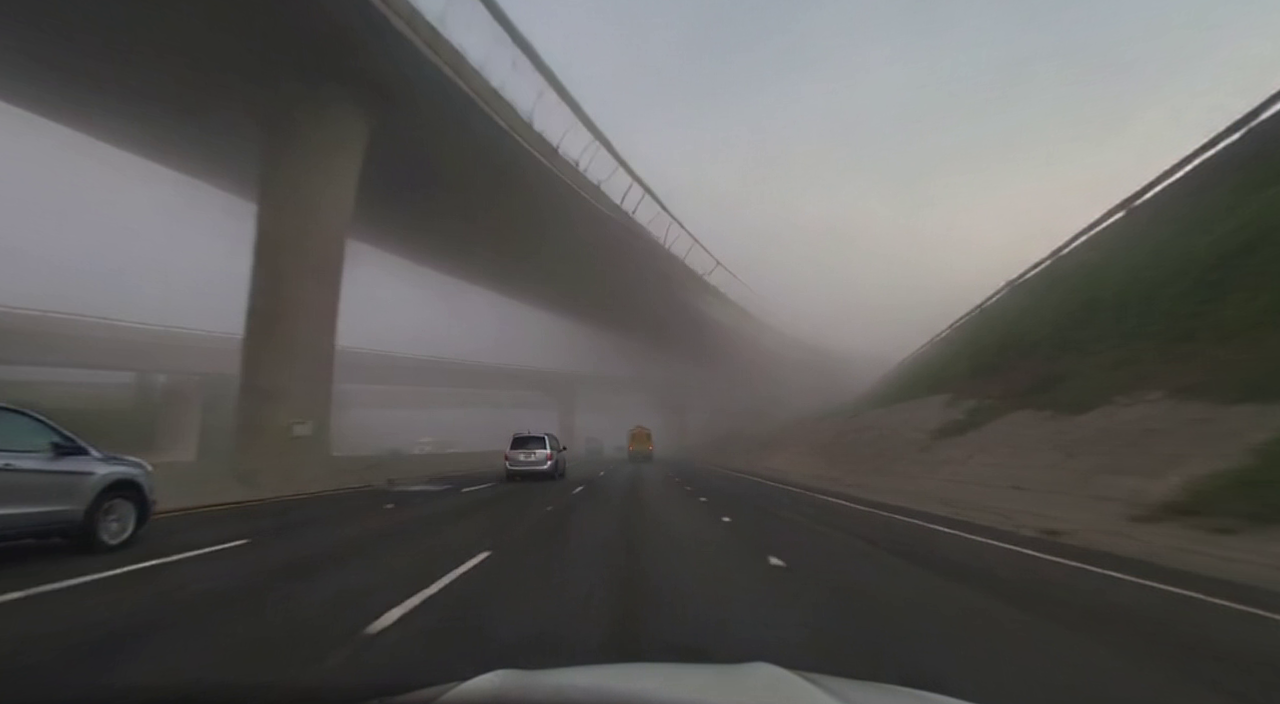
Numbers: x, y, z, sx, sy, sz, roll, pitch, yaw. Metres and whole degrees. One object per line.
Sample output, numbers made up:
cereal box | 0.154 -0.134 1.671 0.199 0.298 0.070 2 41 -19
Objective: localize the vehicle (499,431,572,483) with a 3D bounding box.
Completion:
vehicle | -4.167 4.318 26.022 2.147 1.918 4.834 0 -9 0

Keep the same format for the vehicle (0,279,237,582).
vehicle | -7.620 0.658 5.464 2.872 2.890 7.923 0 -9 1

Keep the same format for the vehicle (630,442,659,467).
vehicle | 0.267 7.500 46.070 2.052 1.711 4.223 0 -9 -1
